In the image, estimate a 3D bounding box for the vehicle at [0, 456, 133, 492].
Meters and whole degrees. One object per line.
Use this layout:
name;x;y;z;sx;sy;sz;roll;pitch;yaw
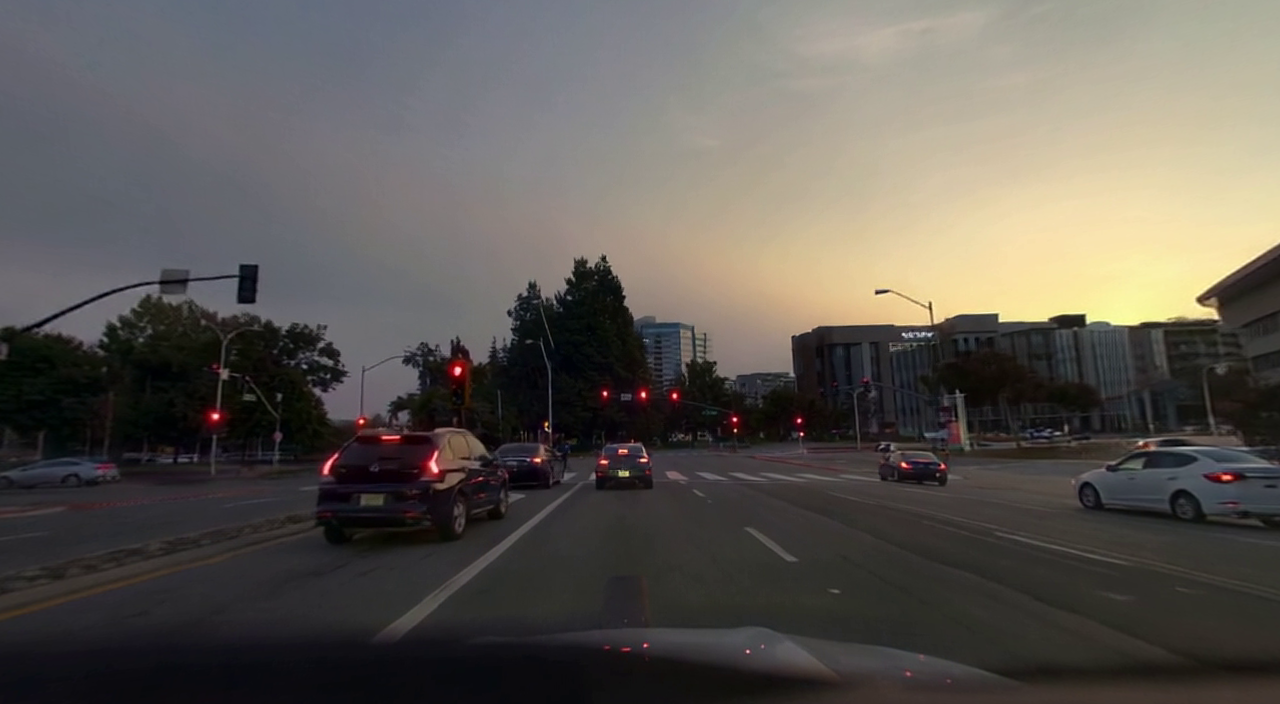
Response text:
vehicle;-26.683;5.588;29.125;4.687;1.482;1.914;5;-10;-30

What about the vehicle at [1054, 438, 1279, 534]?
vehicle;10.312;2.395;11.966;1.936;1.474;4.331;0;-8;0

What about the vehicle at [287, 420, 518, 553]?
vehicle;-3.499;2.075;10.475;2.057;1.678;4.639;0;-8;0

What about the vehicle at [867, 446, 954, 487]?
vehicle;11.149;4.721;26.326;1.935;1.435;4.141;3;-8;1

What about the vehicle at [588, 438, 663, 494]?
vehicle;-0.442;3.414;19.250;2.059;1.477;3.988;0;-8;-1
